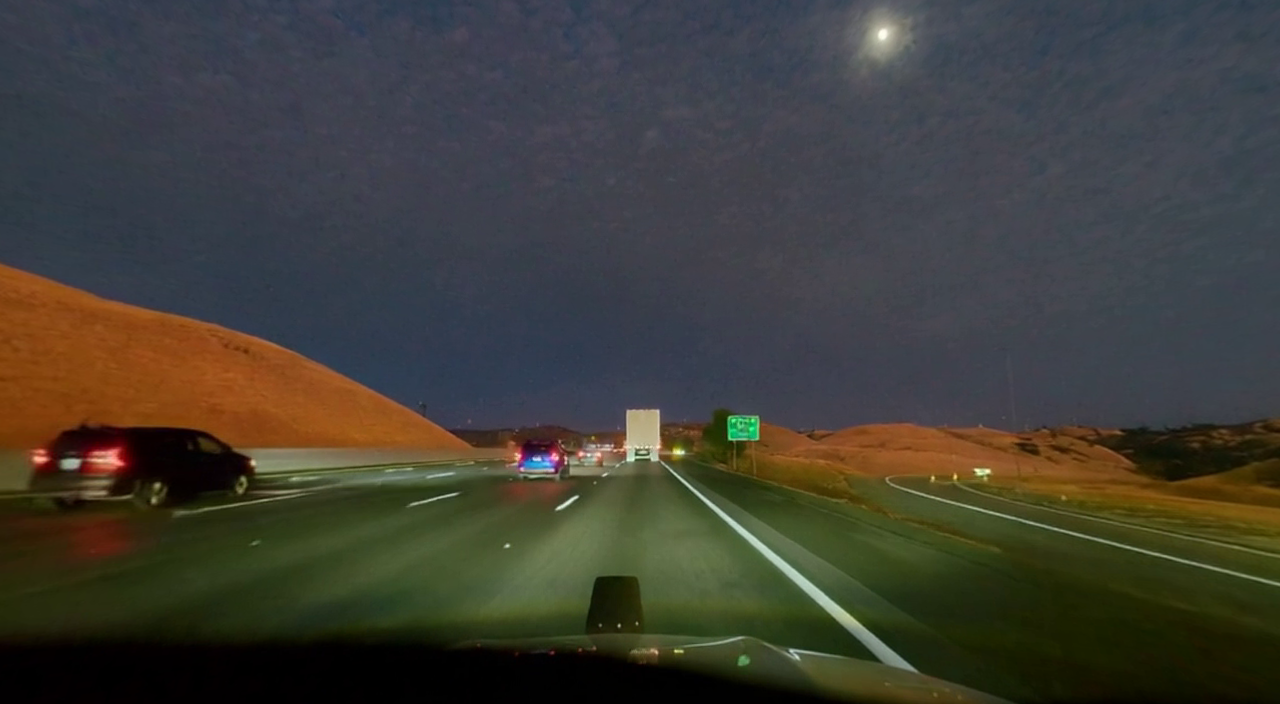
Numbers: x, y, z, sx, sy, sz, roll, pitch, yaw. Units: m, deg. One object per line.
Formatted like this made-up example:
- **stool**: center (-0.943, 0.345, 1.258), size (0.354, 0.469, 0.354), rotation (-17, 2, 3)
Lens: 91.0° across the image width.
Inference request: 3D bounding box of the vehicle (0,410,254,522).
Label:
- **vehicle**: center (-10.930, 2.344, 13.416), size (2.111, 1.906, 5.028), rotation (0, -9, 1)

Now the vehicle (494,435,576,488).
- **vehicle**: center (-3.752, 4.013, 23.451), size (2.194, 1.725, 4.698), rotation (0, -9, 1)
